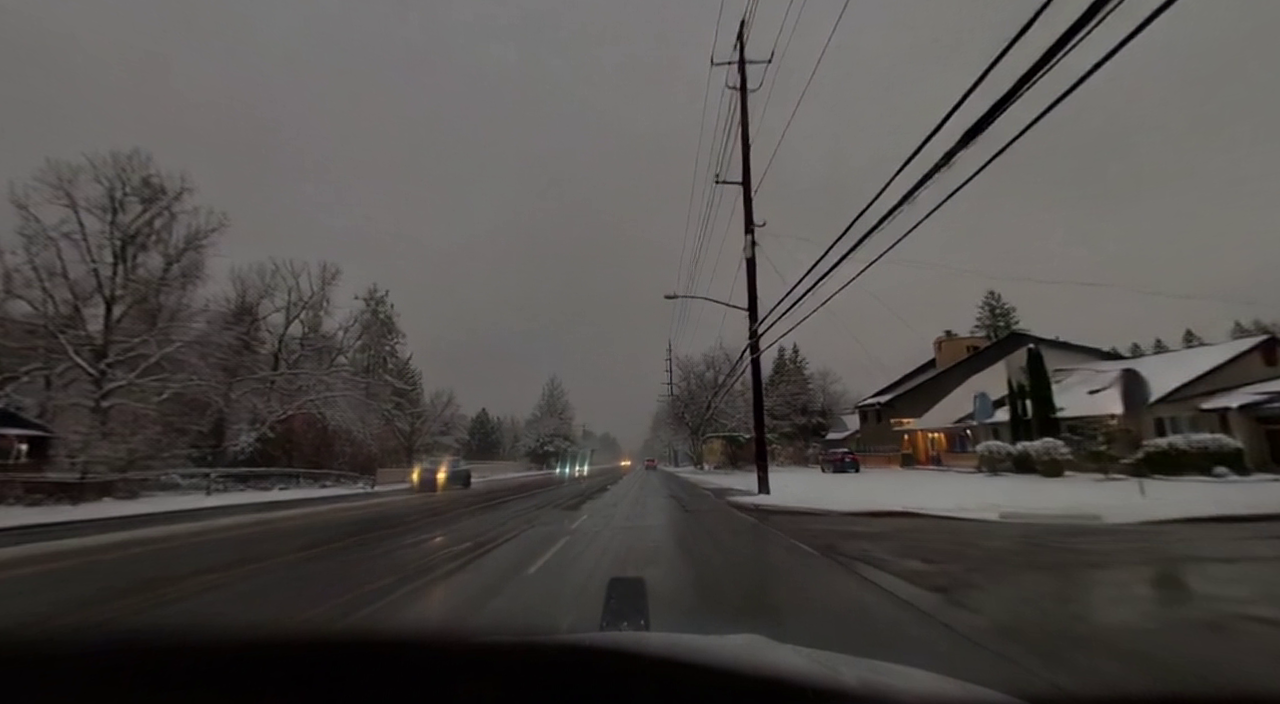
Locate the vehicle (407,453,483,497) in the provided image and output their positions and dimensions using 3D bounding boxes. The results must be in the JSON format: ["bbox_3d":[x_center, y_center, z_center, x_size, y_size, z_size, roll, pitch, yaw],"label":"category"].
[{"bbox_3d":[-9.114,5.773,29.896,2.057,1.865,4.626,-1,-10,1],"label":"vehicle"}]

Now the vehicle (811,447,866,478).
[{"bbox_3d":[10.816,6.083,34.517,1.737,1.633,3.268,1,-11,-4],"label":"vehicle"}]
